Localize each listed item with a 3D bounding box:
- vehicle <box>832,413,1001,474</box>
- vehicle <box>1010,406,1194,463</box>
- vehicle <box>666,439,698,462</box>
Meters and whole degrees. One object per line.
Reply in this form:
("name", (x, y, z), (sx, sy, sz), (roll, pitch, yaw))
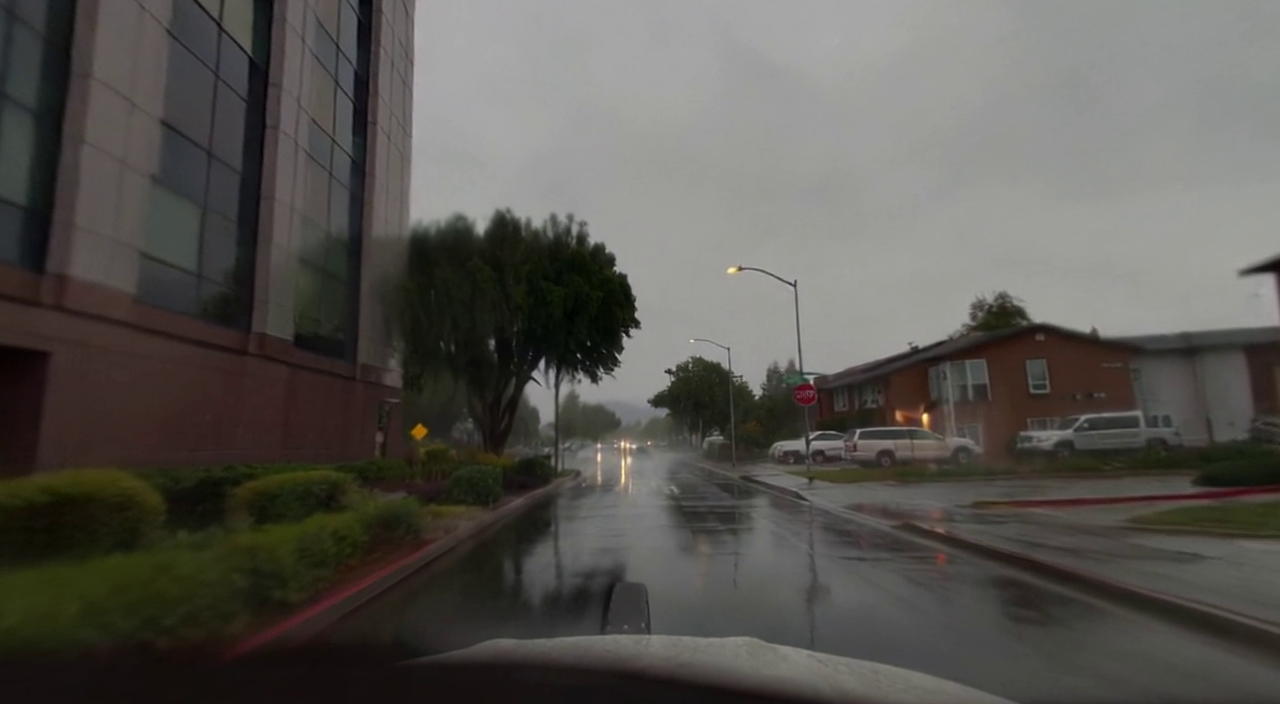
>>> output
("vehicle", (9.581, 3.232, 22.219), (4.823, 1.667, 2.165), (-4, -9, 0))
("vehicle", (15.946, 2.882, 21.988), (4.730, 1.862, 1.987), (0, -9, 1))
("vehicle", (2.901, 6.884, 44.134), (1.990, 1.508, 4.123), (0, -9, 1))
